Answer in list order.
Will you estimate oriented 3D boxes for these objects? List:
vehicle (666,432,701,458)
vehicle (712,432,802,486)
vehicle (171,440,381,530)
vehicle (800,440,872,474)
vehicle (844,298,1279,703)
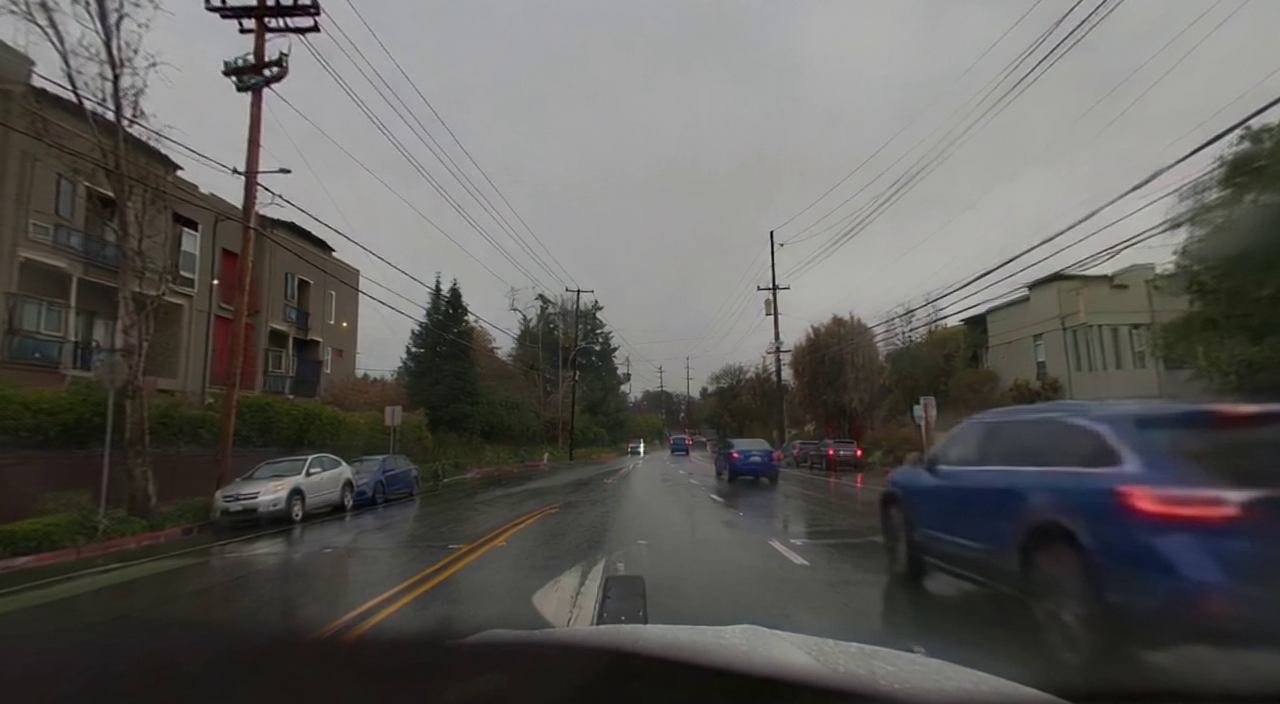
[{"bbox_3d":[3.111,6.783,45.653,2.046,1.784,4.687,0,-8,-1],"label":"vehicle"},{"bbox_3d":[3.669,3.453,20.575,2.028,1.552,4.370,0,-8,-1],"label":"vehicle"},{"bbox_3d":[-8.564,3.112,15.447,2.381,1.825,4.652,0,-8,-1],"label":"vehicle"},{"bbox_3d":[9.278,5.005,30.122,1.935,1.478,4.711,0,-8,0],"label":"vehicle"},{"bbox_3d":[3.581,1.051,4.766,2.368,1.840,4.896,0,-8,0],"label":"vehicle"}]
